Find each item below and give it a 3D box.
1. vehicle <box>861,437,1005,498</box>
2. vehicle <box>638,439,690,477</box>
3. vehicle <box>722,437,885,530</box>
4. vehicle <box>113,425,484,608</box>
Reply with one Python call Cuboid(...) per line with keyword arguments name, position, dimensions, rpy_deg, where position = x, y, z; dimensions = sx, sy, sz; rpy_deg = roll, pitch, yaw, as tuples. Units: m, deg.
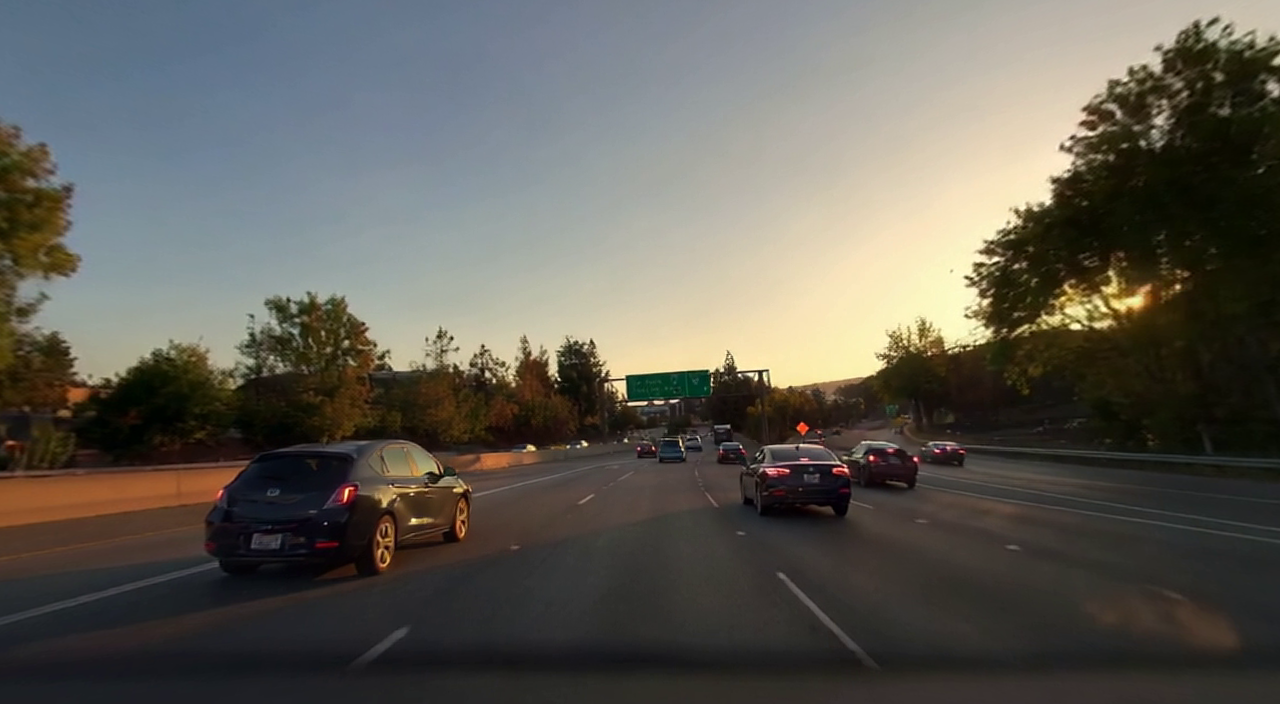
Cuboid(name="vehicle", position=(8.179, 3.261, 18.172), dimensions=(2.014, 1.506, 4.626), rpy_deg=(0, -9, 2))
Cuboid(name="vehicle", position=(1.121, 4.793, 28.675), dimensions=(2.201, 1.614, 3.803), rpy_deg=(0, -9, 3))
Cuboid(name="vehicle", position=(2.945, 2.486, 12.517), dimensions=(2.009, 1.489, 4.559), rpy_deg=(0, -9, 0))
Cuboid(name="vehicle", position=(-3.521, 1.765, 7.738), dimensions=(1.937, 1.558, 4.469), rpy_deg=(0, -9, 2))
